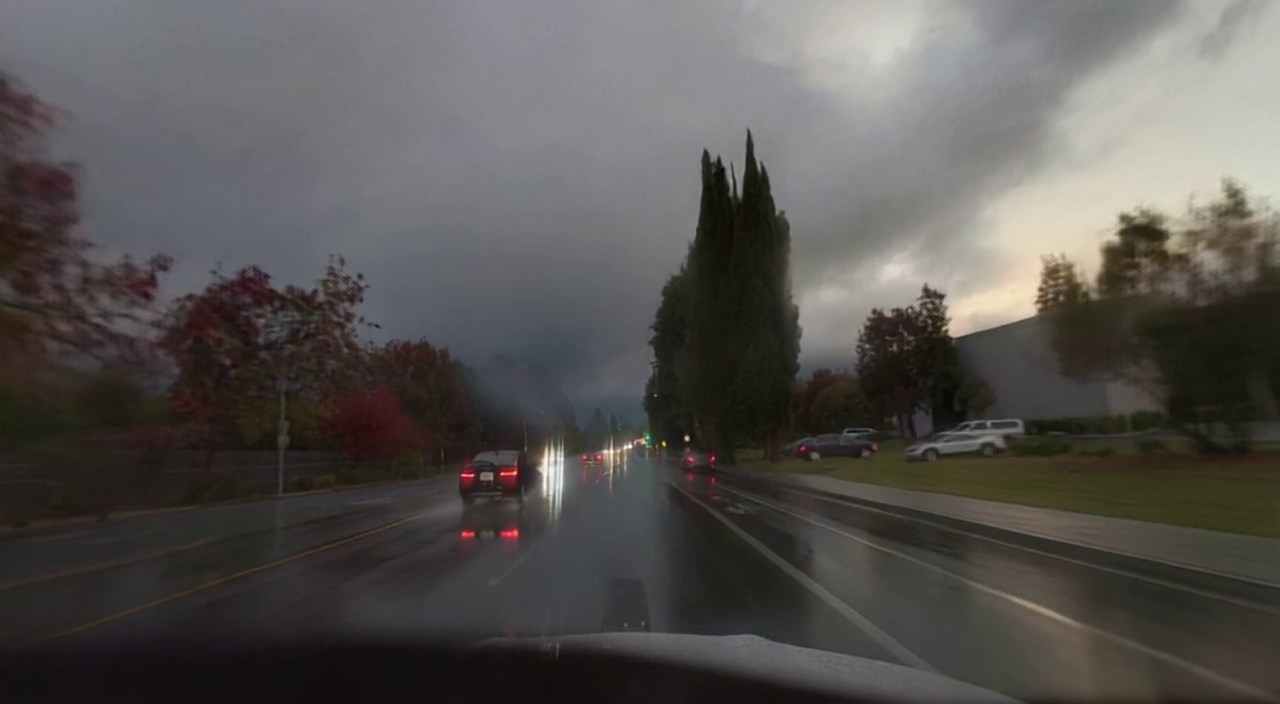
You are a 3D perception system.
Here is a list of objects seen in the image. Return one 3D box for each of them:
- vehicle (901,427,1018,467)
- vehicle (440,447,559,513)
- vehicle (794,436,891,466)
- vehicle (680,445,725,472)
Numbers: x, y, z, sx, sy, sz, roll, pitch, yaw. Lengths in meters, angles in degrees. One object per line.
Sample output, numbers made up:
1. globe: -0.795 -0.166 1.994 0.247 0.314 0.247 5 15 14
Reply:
1. vehicle: 14.043 4.193 27.890 3.965 1.543 2.021 -2 -8 -1
2. vehicle: -3.468 3.232 16.474 2.099 1.470 4.302 0 -8 0
3. vehicle: 11.356 5.567 35.588 4.766 1.585 2.020 0 -8 -4
4. vehicle: 3.904 6.742 40.180 2.107 1.620 4.793 0 -8 -3
